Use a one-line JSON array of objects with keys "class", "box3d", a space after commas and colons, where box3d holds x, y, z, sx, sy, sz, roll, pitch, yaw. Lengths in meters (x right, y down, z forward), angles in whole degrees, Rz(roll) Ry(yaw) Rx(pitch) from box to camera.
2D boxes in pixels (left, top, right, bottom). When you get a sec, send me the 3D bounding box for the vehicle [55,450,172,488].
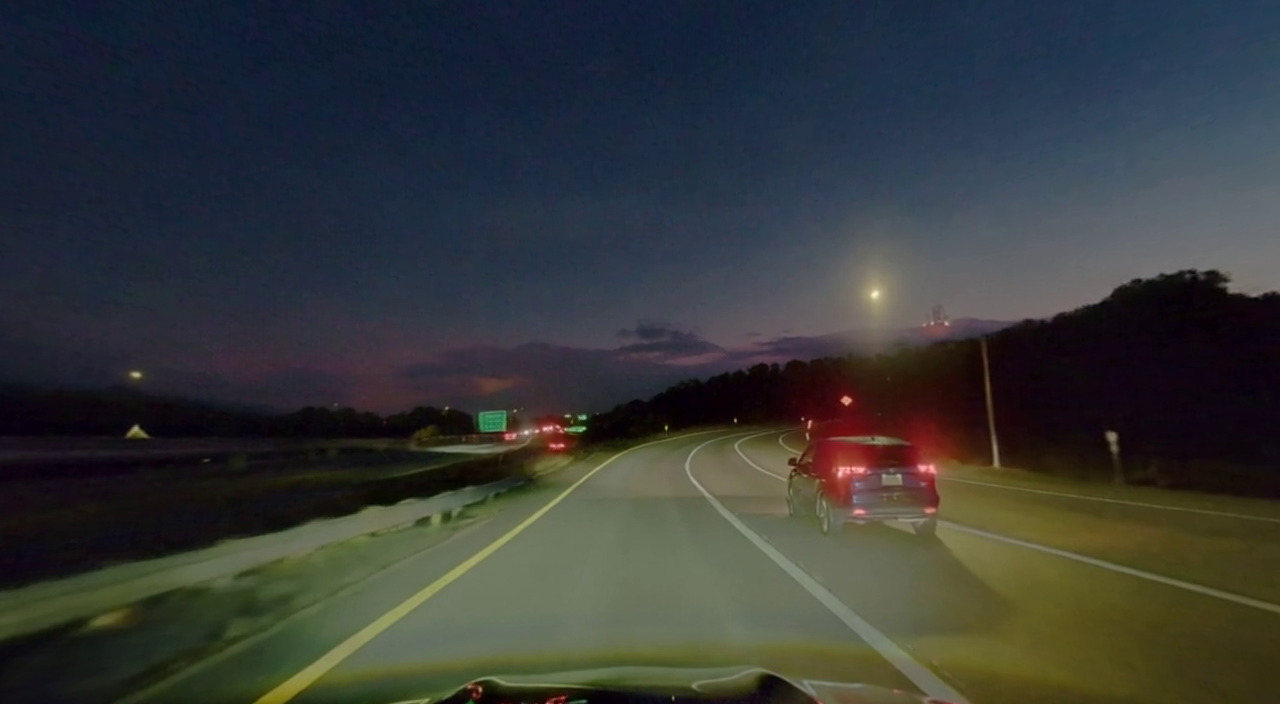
[{"class": "vehicle", "box3d": [-27.925, 6.181, 33.675, 2.209, 1.778, 5.108, 1, -8, -6]}]
